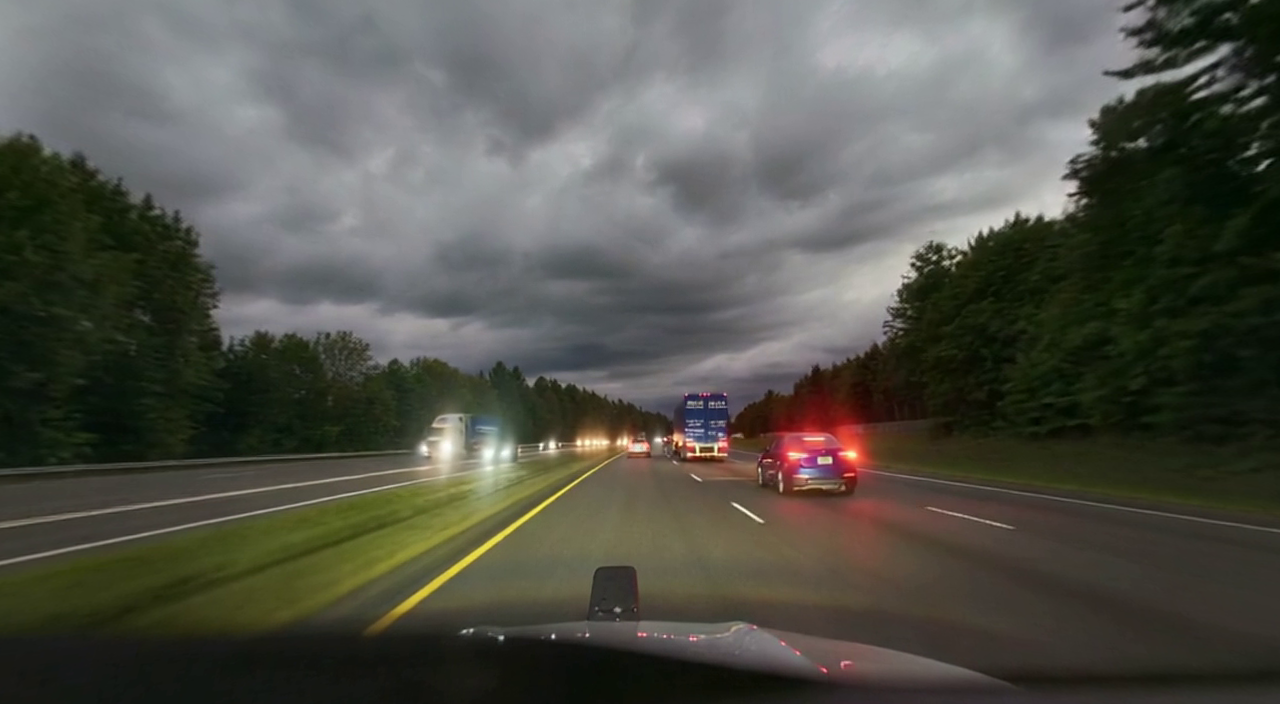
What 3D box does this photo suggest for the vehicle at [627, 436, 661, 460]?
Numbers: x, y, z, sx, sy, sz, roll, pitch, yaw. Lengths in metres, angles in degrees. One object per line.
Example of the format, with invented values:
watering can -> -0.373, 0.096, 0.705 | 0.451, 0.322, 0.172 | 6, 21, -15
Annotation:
vehicle -> 0.293, 6.503, 42.966 | 2.209, 1.499, 4.144 | 0, -8, 0

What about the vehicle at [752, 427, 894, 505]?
vehicle -> 4.159, 2.640, 15.158 | 2.028, 1.573, 4.207 | 0, -8, -2

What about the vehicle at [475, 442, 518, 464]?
vehicle -> -10.264, 7.258, 45.375 | 2.010, 1.426, 4.364 | 0, -8, 1

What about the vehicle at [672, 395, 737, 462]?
vehicle -> 4.248, 5.543, 44.958 | 3.171, 4.072, 13.784 | 0, -8, 0
